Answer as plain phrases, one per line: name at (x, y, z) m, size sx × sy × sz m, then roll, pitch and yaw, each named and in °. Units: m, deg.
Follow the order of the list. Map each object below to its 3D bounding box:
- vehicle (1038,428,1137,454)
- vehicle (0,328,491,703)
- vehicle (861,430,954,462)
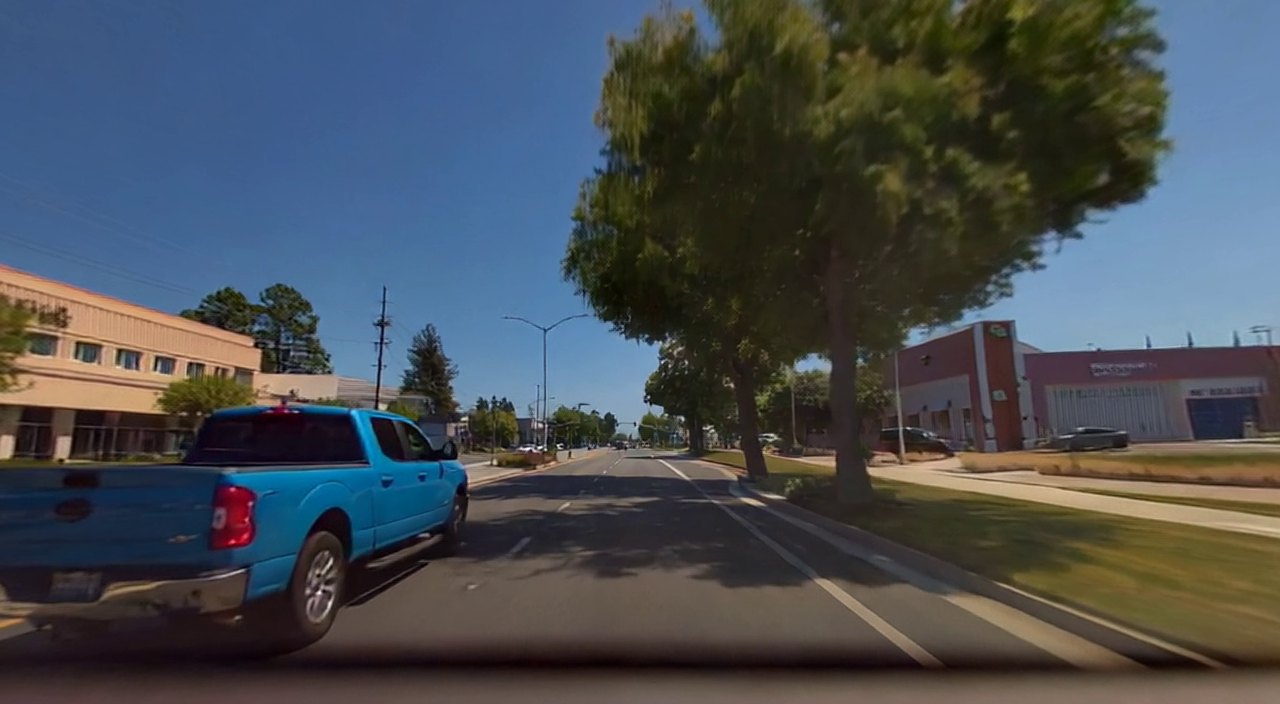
vehicle at (27.408, 5.467, 38.681) m, size 4.604 × 1.487 × 1.911 m, roll 0°, pitch -8°, yaw 0°
vehicle at (-2.987, 1.164, 5.408) m, size 2.065 × 1.790 × 5.417 m, roll 0°, pitch -8°, yaw 0°
vehicle at (15.369, 5.428, 36.290) m, size 4.332 × 1.744 × 2.115 m, roll 0°, pitch -11°, yaw -3°
